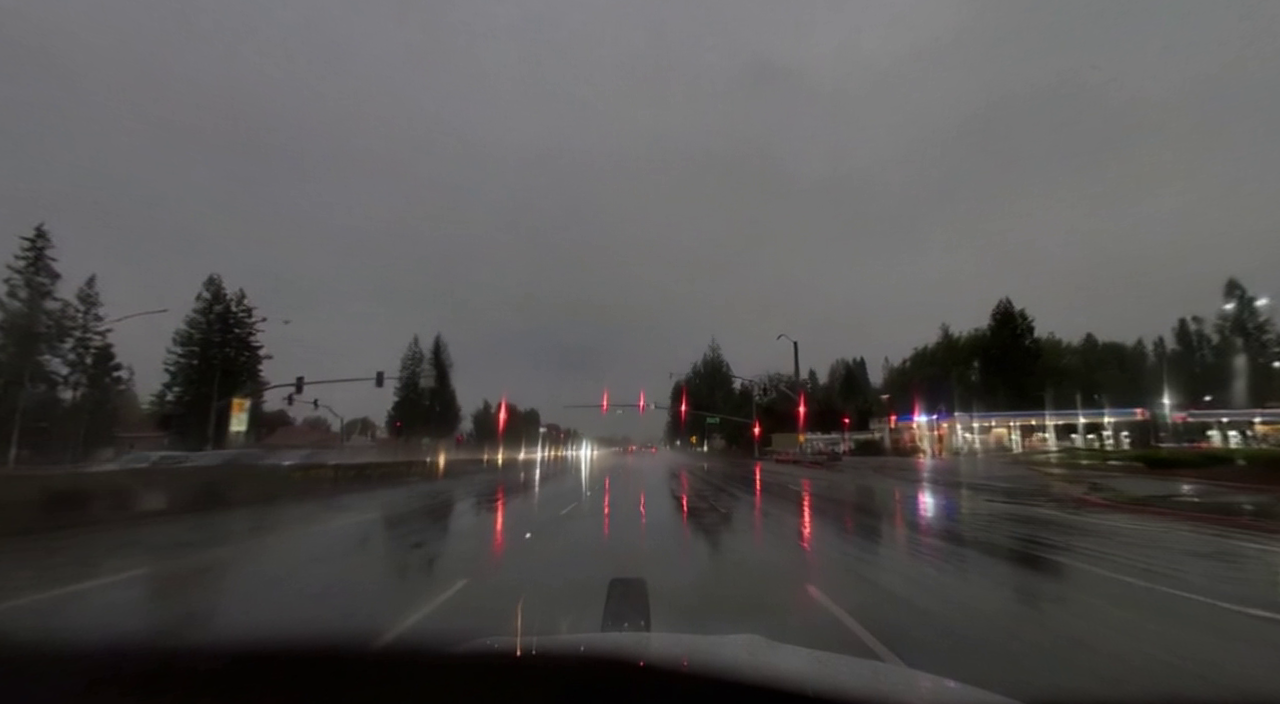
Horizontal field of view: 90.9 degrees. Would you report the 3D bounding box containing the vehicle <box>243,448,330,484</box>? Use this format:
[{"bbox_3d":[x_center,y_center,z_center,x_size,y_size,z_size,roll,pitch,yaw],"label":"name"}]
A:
[{"bbox_3d":[-18.058,5.810,32.477,1.926,1.659,4.426,0,-9,0],"label":"vehicle"}]

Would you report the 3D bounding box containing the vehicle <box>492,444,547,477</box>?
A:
[{"bbox_3d":[-5.992,5.441,31.873,1.843,1.528,4.121,0,-9,2],"label":"vehicle"}]

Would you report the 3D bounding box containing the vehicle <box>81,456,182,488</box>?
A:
[{"bbox_3d":[-27.032,6.363,33.696,1.861,1.553,4.132,0,-9,2],"label":"vehicle"}]
